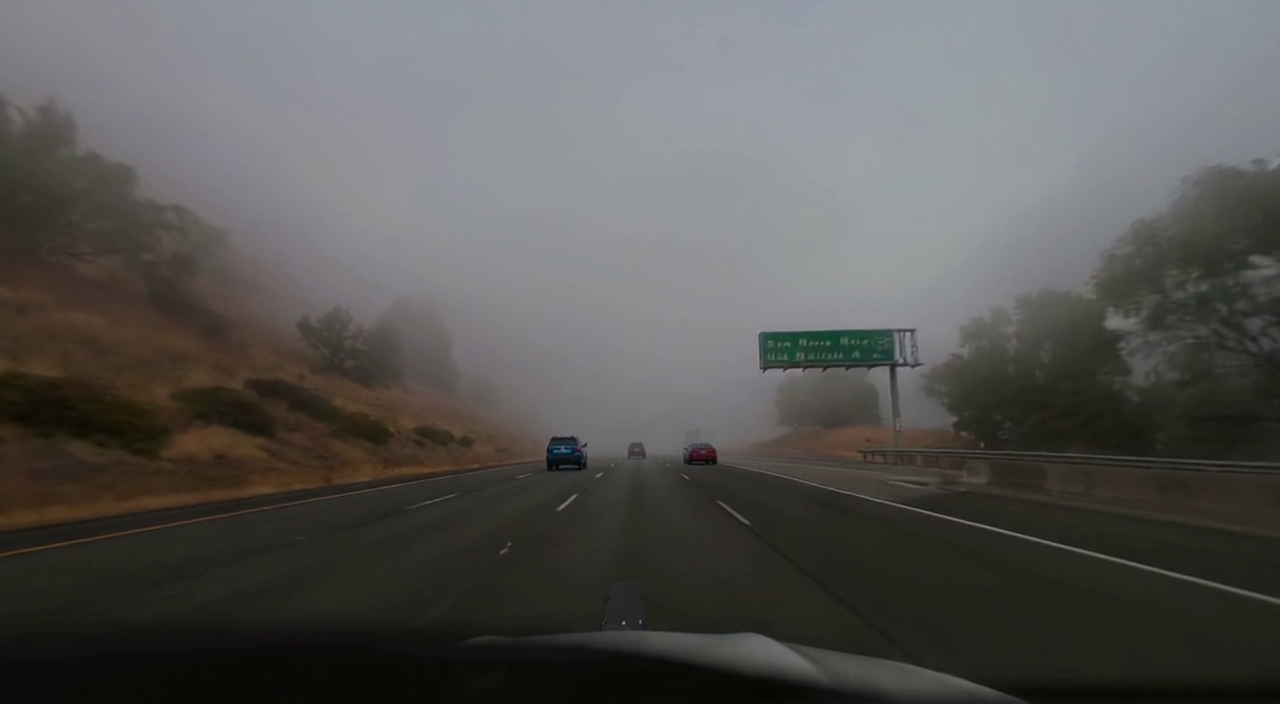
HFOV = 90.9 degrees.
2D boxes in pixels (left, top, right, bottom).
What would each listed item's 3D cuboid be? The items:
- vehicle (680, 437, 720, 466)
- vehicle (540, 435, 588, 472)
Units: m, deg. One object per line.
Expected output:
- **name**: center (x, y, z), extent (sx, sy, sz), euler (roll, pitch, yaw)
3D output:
- **vehicle**: center (3.780, 6.327, 40.372), extent (1.995, 1.712, 4.206), euler (0, -8, -2)
- **vehicle**: center (-4.114, 5.570, 34.878), extent (2.120, 1.855, 4.619), euler (0, -8, 0)
